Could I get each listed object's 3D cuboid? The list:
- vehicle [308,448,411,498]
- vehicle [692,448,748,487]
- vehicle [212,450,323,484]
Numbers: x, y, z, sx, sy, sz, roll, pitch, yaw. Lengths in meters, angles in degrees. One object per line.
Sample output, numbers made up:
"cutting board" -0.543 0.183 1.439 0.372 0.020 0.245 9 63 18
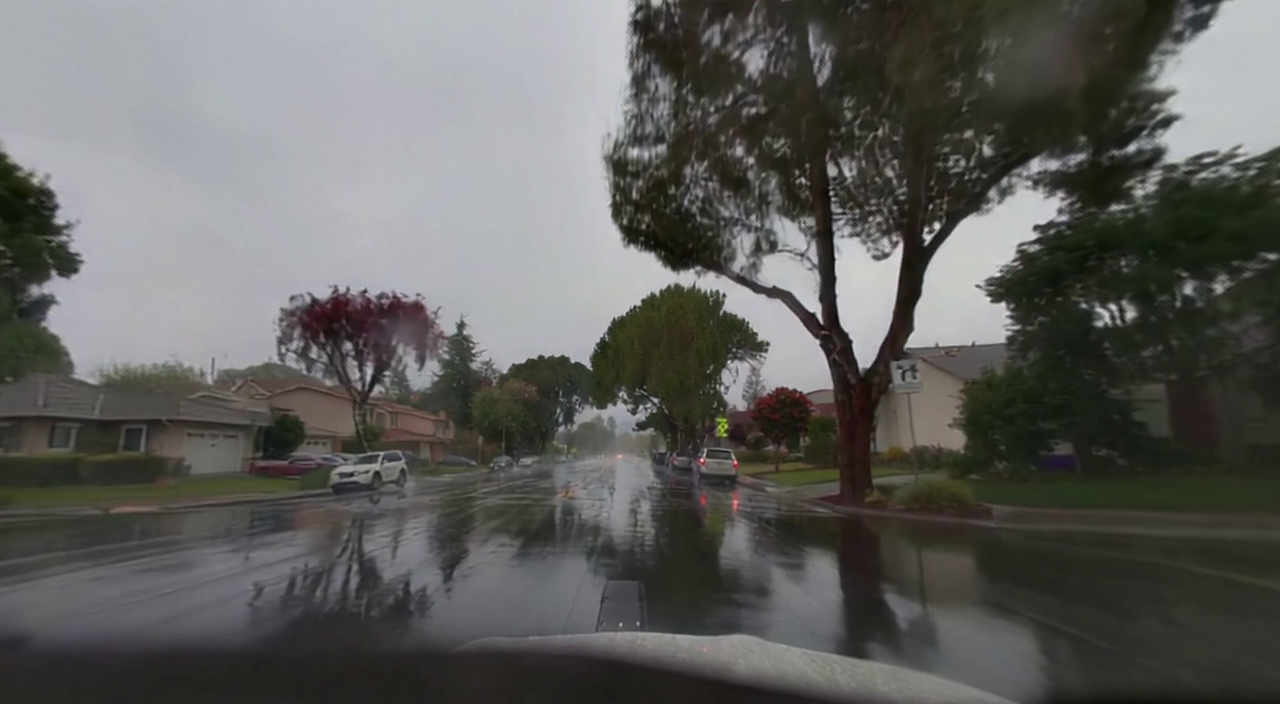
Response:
"vehicle" -12.152 5.248 27.880 2.199 1.988 5.454 0 -9 -2
"vehicle" 3.824 5.631 30.988 2.027 1.751 4.433 0 -9 -2
"vehicle" -19.414 6.010 33.101 4.450 1.677 2.027 0 -9 -3
